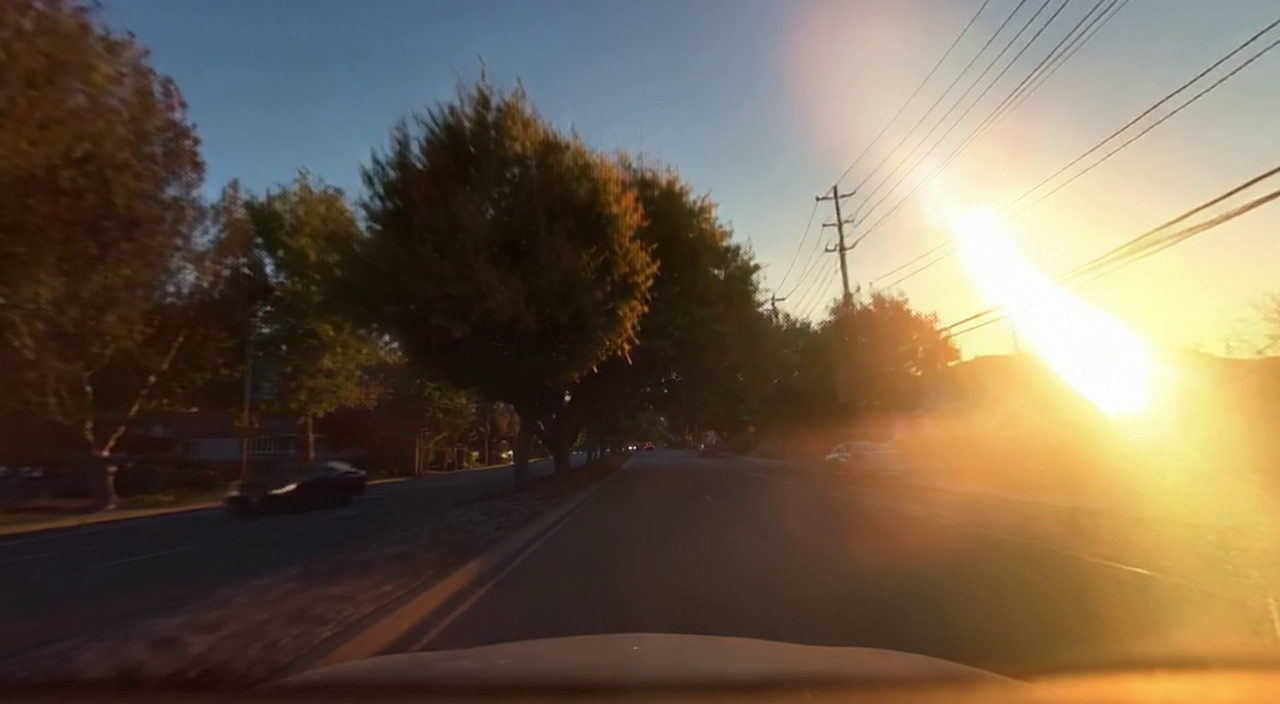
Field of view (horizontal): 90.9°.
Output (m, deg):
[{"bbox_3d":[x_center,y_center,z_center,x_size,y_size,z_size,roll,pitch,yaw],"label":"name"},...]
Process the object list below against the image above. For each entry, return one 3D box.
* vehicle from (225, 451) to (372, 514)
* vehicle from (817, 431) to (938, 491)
[{"bbox_3d":[-11.069,4.213,20.965,2.077,1.776,4.757,-1,-8,2],"label":"vehicle"},{"bbox_3d":[7.848,3.640,21.449,2.200,1.783,4.682,0,-8,-1],"label":"vehicle"}]
